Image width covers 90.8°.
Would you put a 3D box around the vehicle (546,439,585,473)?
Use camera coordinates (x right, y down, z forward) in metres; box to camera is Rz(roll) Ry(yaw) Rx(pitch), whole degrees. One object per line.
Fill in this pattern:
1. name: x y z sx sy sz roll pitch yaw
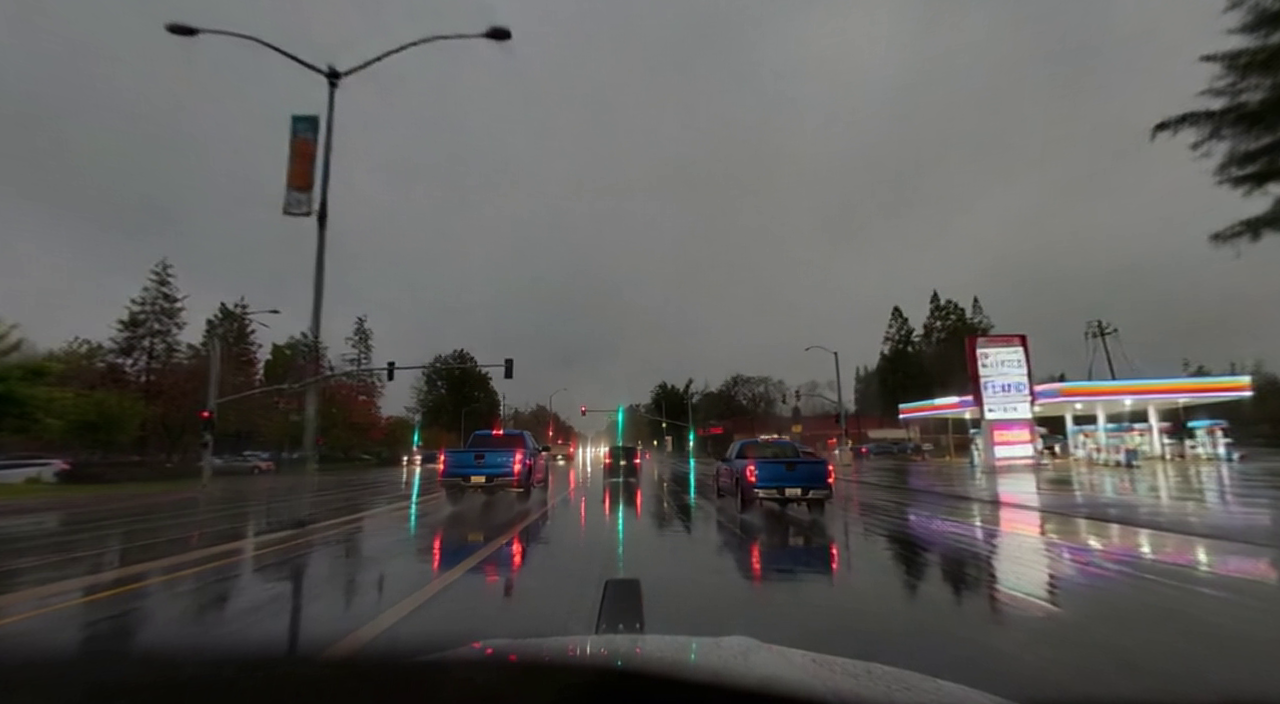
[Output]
1. vehicle: -4.839 6.661 40.827 2.321 2.026 5.307 1 -9 -7

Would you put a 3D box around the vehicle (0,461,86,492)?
1. vehicle: -36.016 7.323 37.265 1.929 1.636 4.589 -7 -11 38

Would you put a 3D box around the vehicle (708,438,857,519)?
1. vehicle: 2.878 2.675 13.956 2.061 1.487 4.462 0 -8 -3

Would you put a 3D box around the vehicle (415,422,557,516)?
1. vehicle: -3.519 2.808 15.808 2.195 1.905 5.634 0 -8 -1

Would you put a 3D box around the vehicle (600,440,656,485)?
1. vehicle: -0.499 4.349 25.134 2.029 1.605 3.827 0 -8 -2
